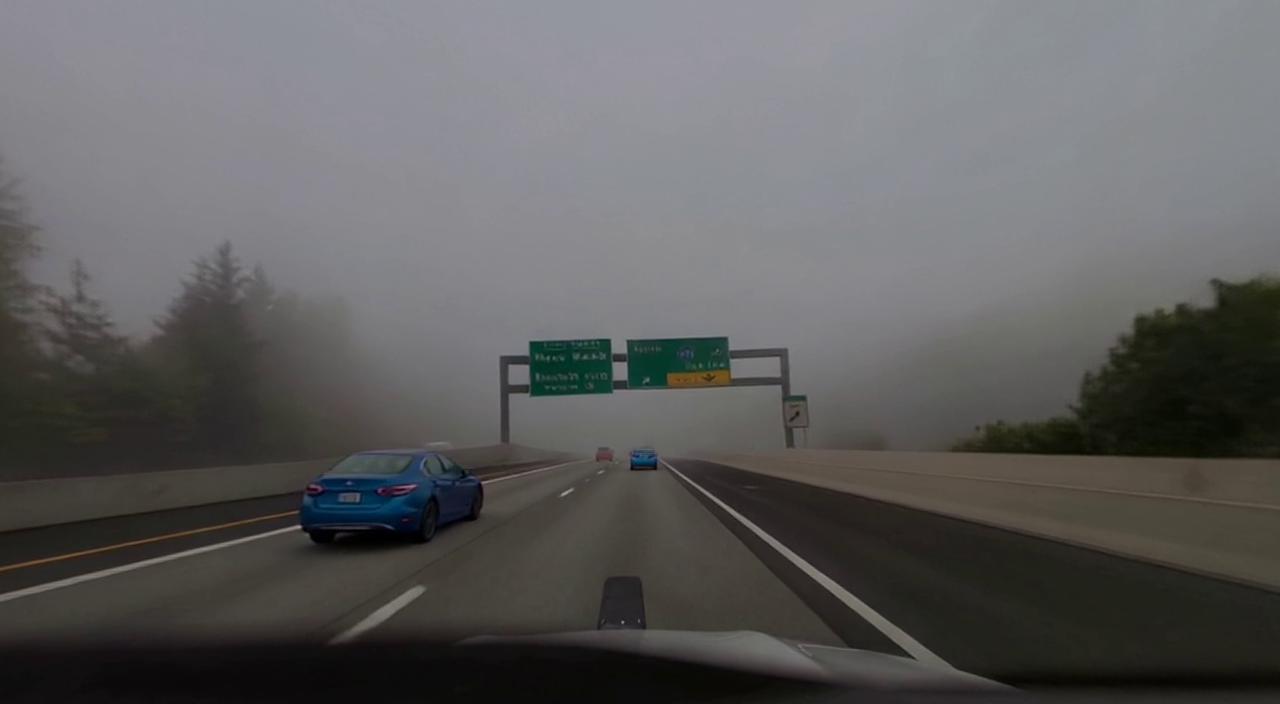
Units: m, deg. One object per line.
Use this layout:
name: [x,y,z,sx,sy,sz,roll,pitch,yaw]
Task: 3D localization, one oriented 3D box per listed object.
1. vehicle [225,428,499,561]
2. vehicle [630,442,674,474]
vehicle: [-3.600,1.921,9.208,2.062,1.474,4.151,0,-9,0]
vehicle: [0.558,5.131,30.599,2.002,1.449,3.612,0,-9,0]
